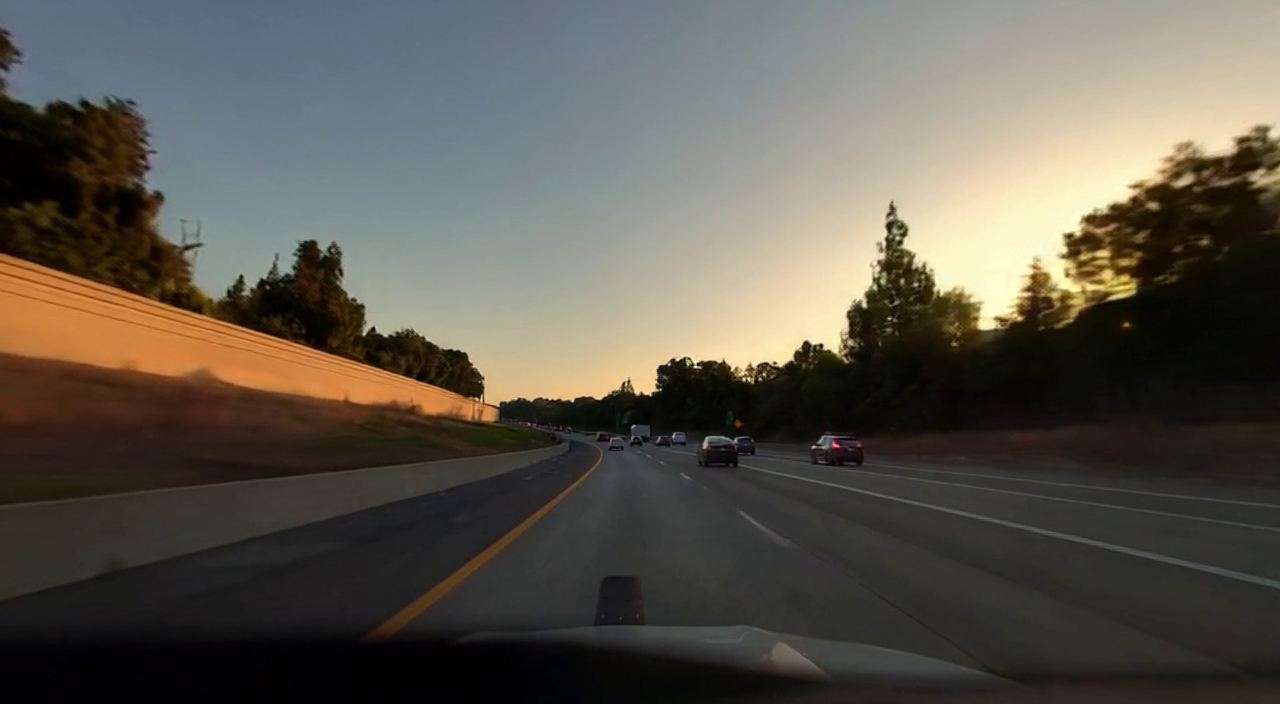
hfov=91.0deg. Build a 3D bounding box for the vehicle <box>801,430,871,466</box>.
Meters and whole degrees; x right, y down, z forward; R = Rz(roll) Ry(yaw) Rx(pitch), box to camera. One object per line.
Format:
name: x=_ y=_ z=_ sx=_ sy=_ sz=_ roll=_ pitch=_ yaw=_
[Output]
vehicle: x=10.243 y=5.049 z=33.287 sx=2.077 sy=1.763 sz=4.472 roll=0 pitch=-8 yaw=-3
